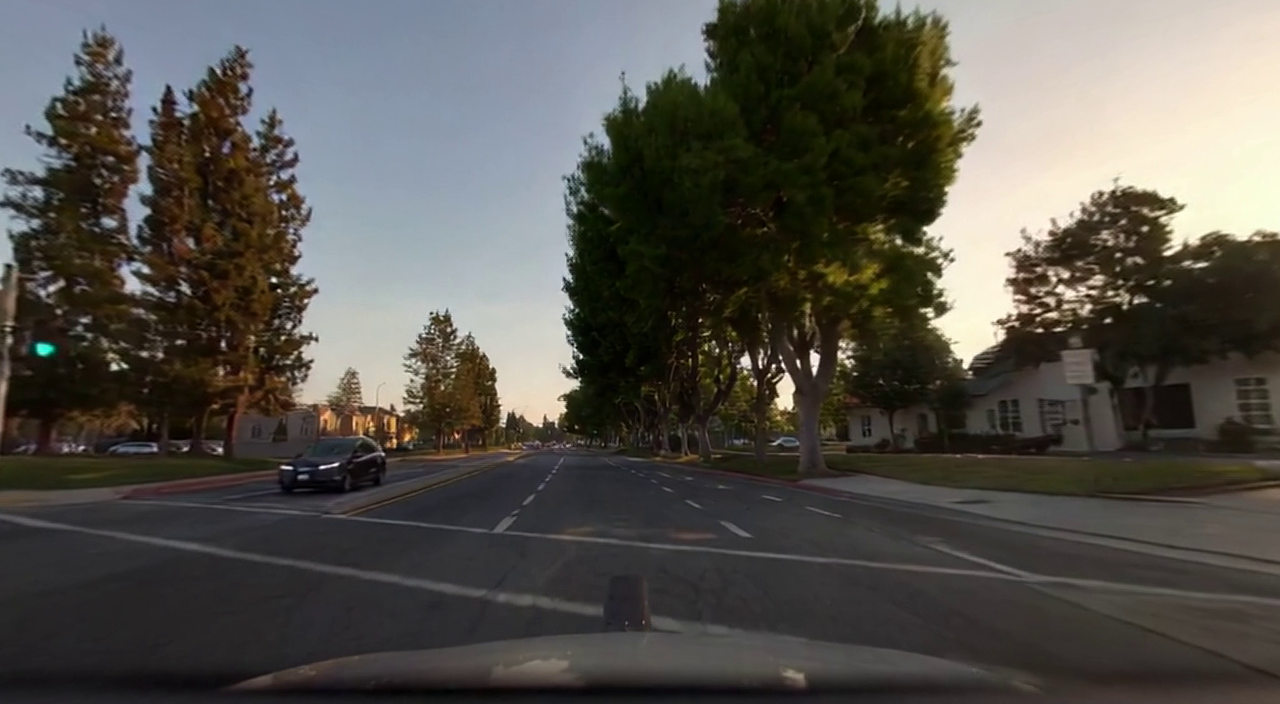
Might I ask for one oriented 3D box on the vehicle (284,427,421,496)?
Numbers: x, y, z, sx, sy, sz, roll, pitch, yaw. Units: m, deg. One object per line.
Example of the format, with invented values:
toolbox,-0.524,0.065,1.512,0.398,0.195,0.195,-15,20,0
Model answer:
vehicle,-7.752,2.985,17.567,2.048,1.670,4.450,1,-8,-5
